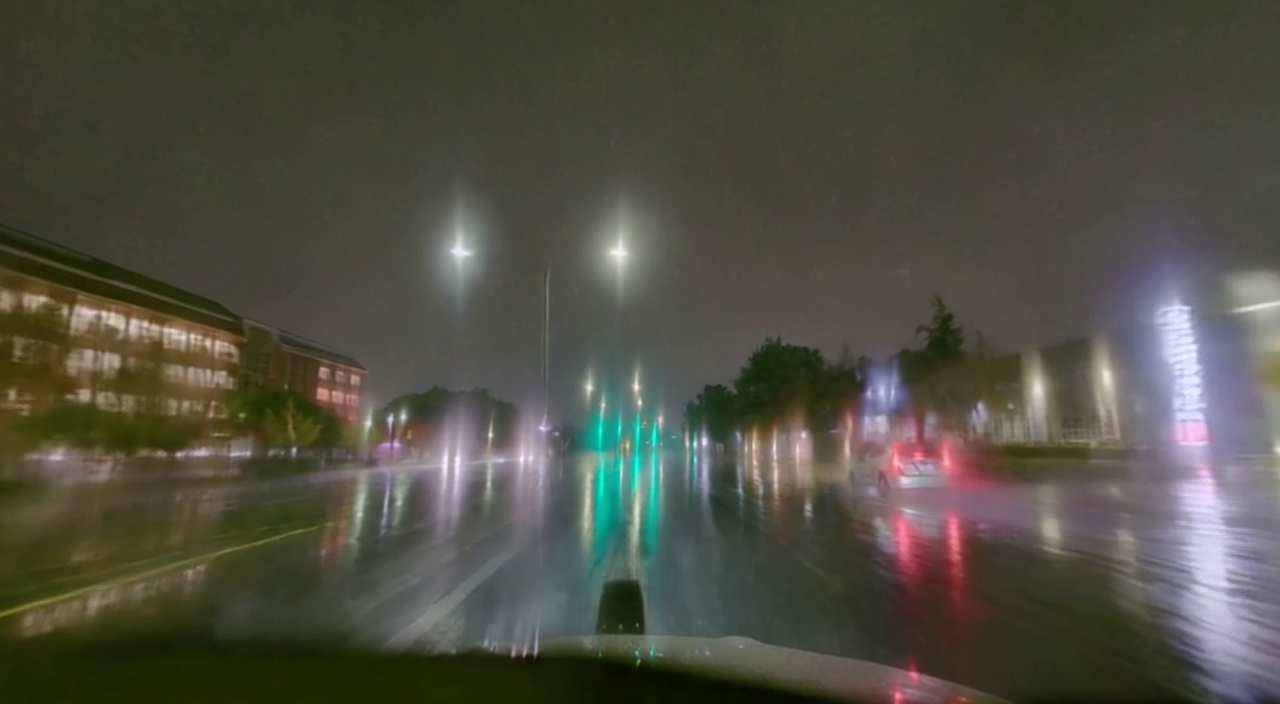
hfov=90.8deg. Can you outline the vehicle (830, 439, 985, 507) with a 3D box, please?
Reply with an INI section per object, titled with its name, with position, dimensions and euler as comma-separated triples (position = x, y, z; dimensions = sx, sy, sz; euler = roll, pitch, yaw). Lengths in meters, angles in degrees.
[vehicle]
position = 6.726, 3.069, 16.570
dimensions = 1.913, 1.504, 4.738
euler = 0, -9, -1
